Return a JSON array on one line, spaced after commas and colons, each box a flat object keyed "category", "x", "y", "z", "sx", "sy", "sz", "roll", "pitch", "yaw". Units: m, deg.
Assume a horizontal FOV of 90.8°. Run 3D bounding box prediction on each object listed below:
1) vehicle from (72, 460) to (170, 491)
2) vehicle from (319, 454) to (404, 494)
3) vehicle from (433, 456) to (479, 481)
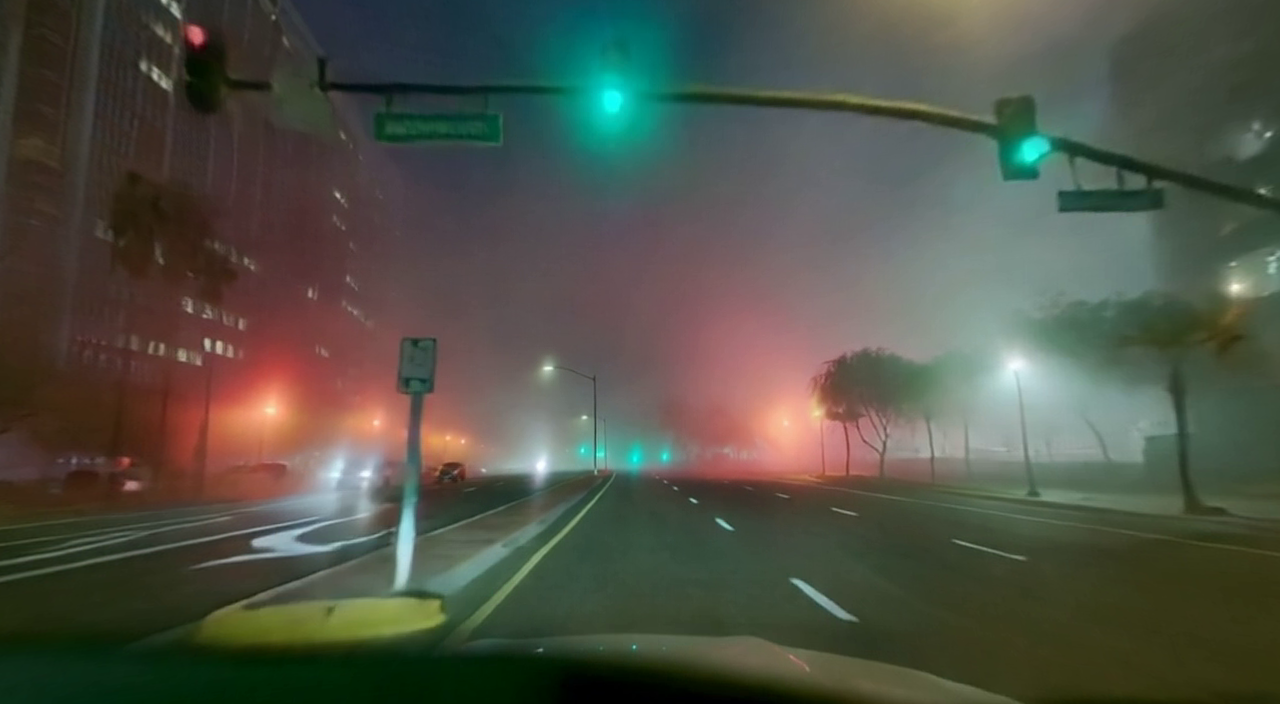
[{"category": "vehicle", "x": -32.229, "y": 7.638, "z": 39.299, "sx": 4.245, "sy": 1.642, "sz": 2.013, "roll": -2, "pitch": -9, "yaw": -3}, {"category": "vehicle", "x": -12.935, "y": 5.662, "z": 29.663, "sx": 1.923, "sy": 1.641, "sz": 4.551, "roll": 0, "pitch": -9, "yaw": -1}, {"category": "vehicle", "x": -13.157, "y": 8.344, "z": 45.433, "sx": 2.036, "sy": 1.590, "sz": 4.495, "roll": 0, "pitch": -9, "yaw": 0}]
